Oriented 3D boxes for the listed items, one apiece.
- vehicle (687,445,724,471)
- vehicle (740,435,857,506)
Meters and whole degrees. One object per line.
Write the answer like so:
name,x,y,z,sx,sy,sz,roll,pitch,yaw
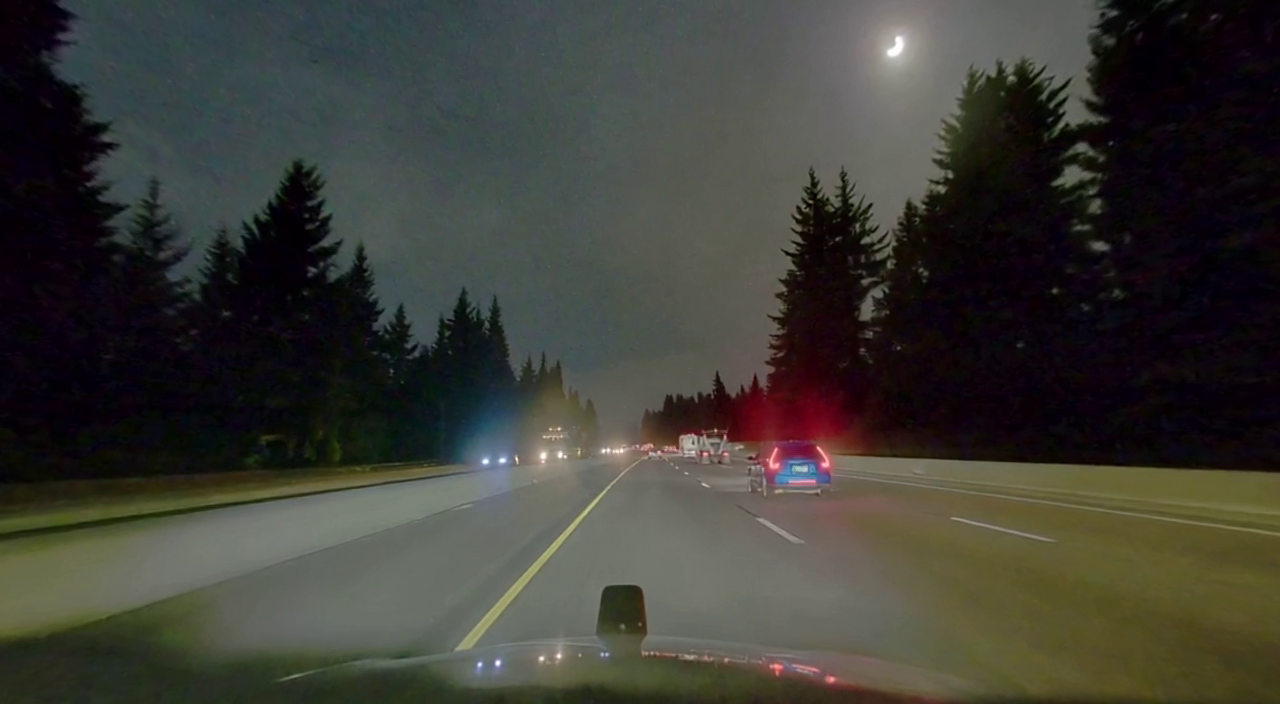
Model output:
vehicle,4.401,7.215,42.964,2.022,1.658,4.132,0,-9,0
vehicle,3.999,3.070,16.699,2.005,1.604,4.002,0,-9,-1
